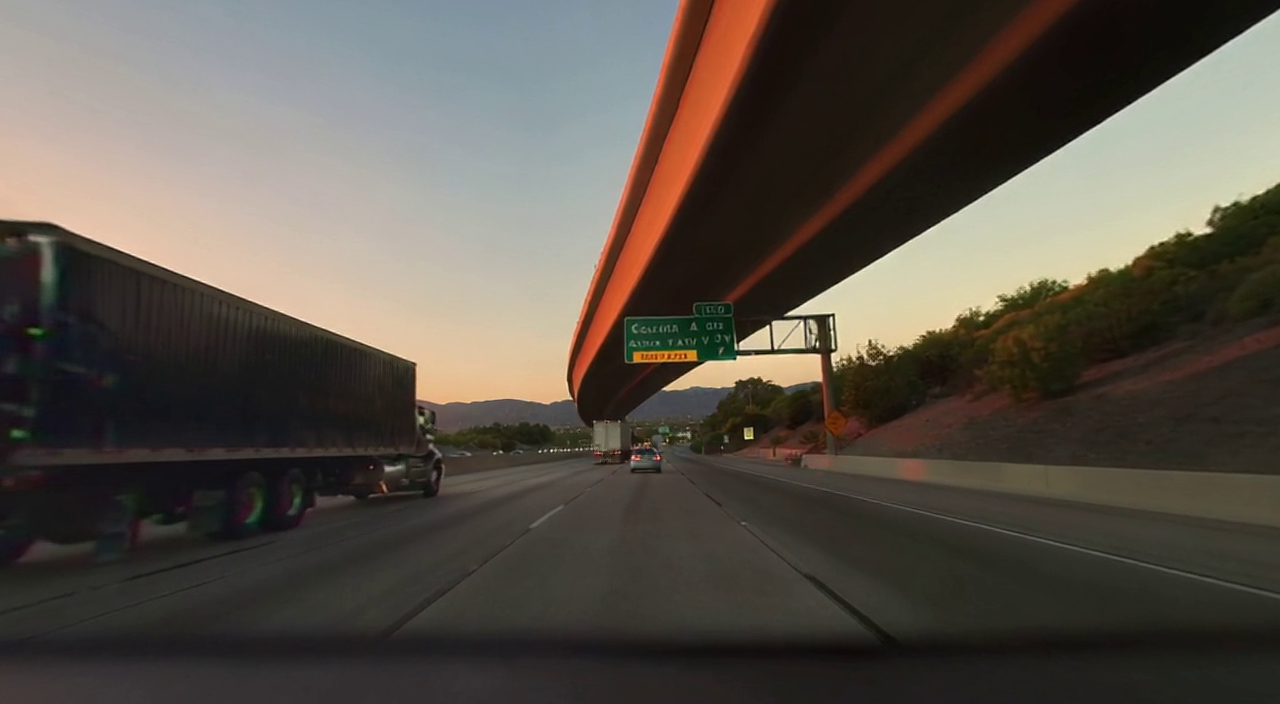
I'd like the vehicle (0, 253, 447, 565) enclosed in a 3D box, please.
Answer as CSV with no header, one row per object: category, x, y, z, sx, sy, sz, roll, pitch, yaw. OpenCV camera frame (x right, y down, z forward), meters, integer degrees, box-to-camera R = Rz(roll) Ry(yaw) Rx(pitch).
vehicle,-7.411,1.471,13.205,3.067,3.804,11.136,0,-9,1

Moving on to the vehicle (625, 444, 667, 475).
vehicle,0.249,5.596,33.029,2.066,1.469,4.050,0,-9,-1
